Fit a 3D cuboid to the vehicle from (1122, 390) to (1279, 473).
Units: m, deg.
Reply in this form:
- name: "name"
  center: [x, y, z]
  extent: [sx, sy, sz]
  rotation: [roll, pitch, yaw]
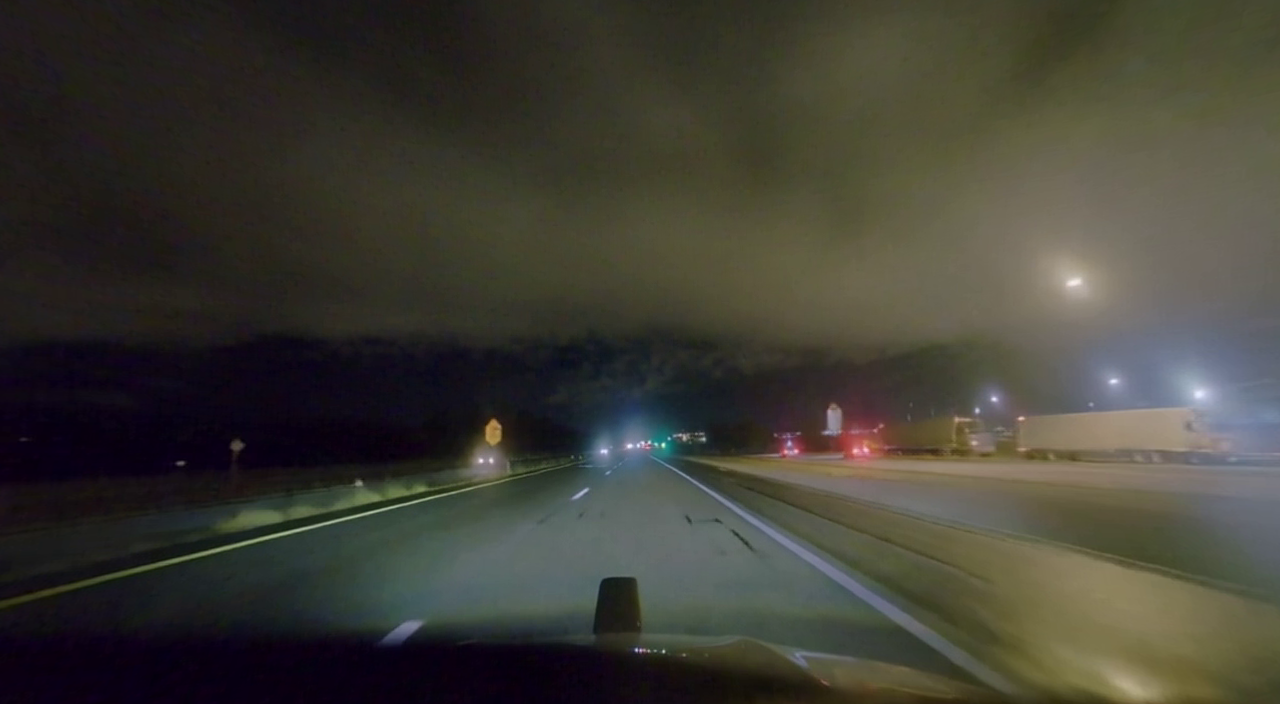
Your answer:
- name: "vehicle"
  center: [30.291, 4.310, 33.419]
  extent: [2.774, 3.876, 8.078]
  rotation: [0, -9, -1]

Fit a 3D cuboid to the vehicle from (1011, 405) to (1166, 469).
- name: "vehicle"
  center: [29.947, 5.846, 42.972]
  extent: [2.849, 3.823, 9.839]
  rotation: [0, -9, -3]
